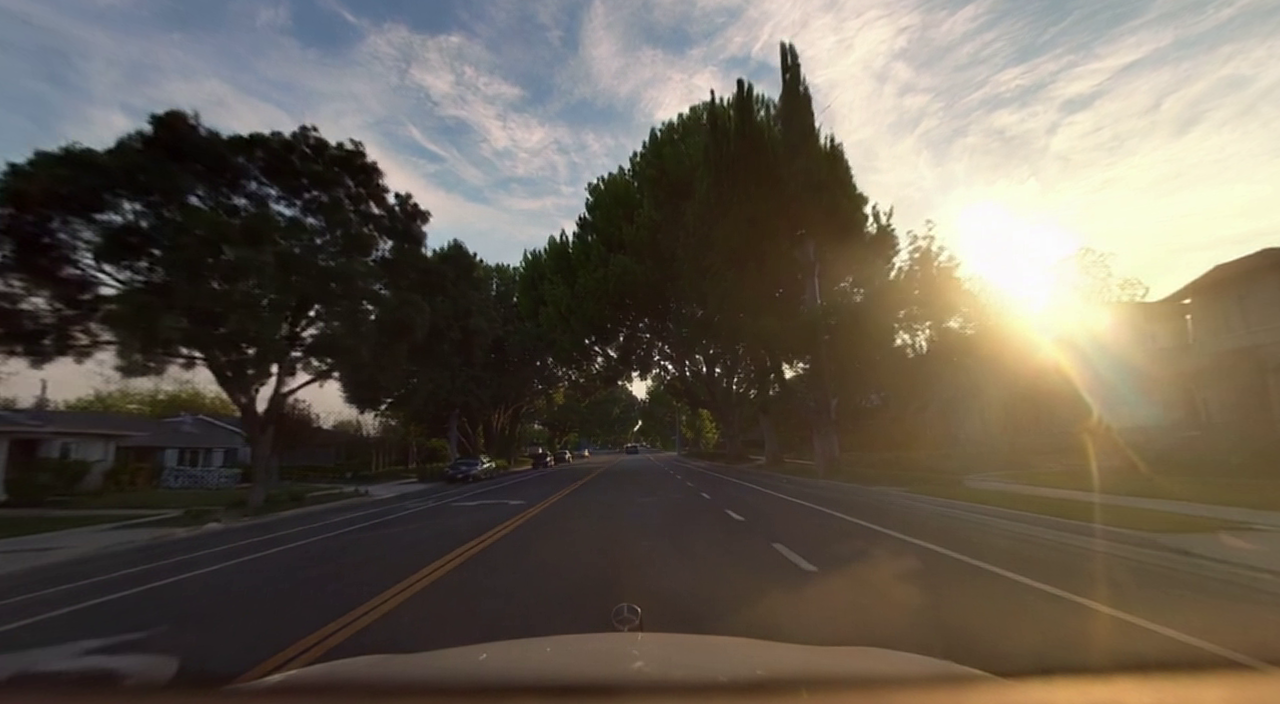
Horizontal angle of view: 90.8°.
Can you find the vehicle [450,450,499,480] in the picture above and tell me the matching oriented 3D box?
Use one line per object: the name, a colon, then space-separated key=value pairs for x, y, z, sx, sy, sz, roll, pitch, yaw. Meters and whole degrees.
vehicle: x=-10.743 y=7.331 z=41.265 sx=1.989 sy=1.610 sz=4.337 roll=-5 pitch=-8 yaw=0
